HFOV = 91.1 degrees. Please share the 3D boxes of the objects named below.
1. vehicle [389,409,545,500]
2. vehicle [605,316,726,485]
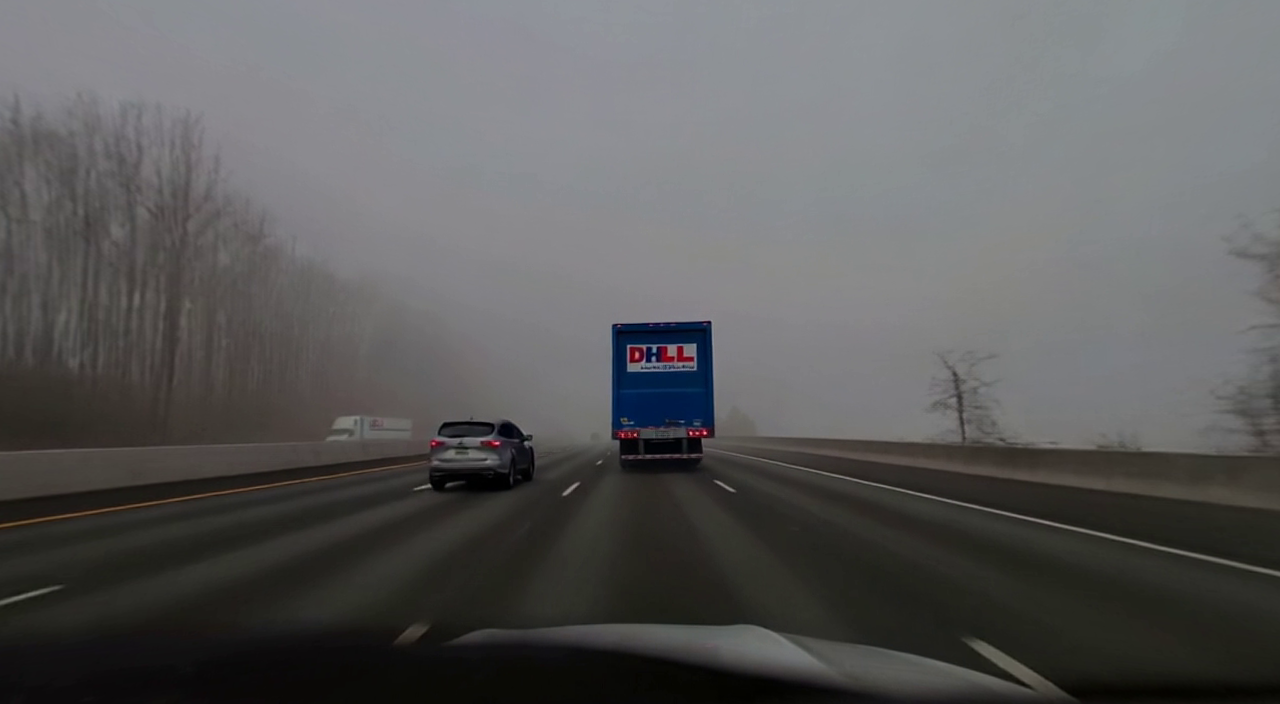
[{"bbox_3d":[-3.827,2.382,15.123,2.394,1.787,5.186,0,-8,-1],"label":"vehicle"},{"bbox_3d":[0.464,1.775,20.230,3.011,4.211,8.926,0,-8,-2],"label":"vehicle"}]
